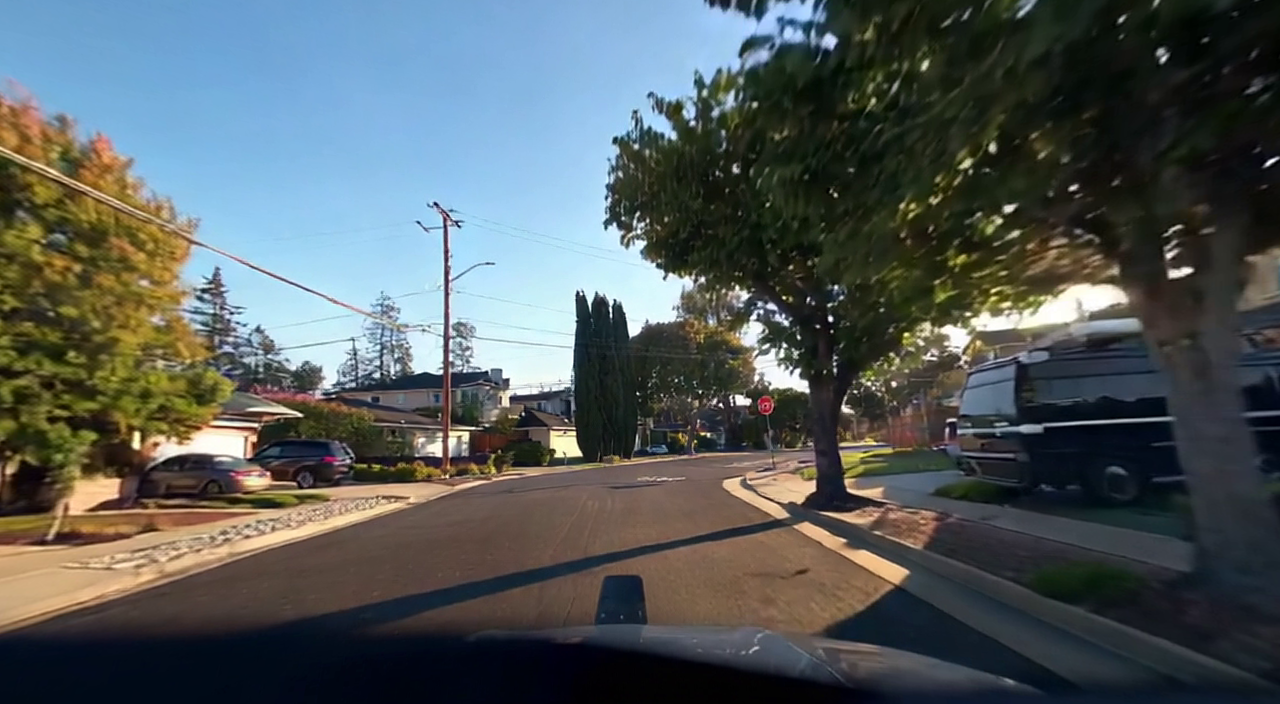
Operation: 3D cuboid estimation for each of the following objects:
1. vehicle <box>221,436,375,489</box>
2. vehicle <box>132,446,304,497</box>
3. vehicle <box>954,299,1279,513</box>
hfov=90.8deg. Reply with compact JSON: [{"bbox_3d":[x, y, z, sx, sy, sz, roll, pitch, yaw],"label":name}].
[{"bbox_3d":[-12.508,4.062,23.378,4.484,1.852,2.009,0,-8,-1],"label":"vehicle"},{"bbox_3d":[-13.330,3.768,20.146,4.103,1.498,1.909,0,-8,2],"label":"vehicle"},{"bbox_3d":[10.779,1.011,10.953,8.828,3.111,3.352,1,-8,0],"label":"vehicle"}]
